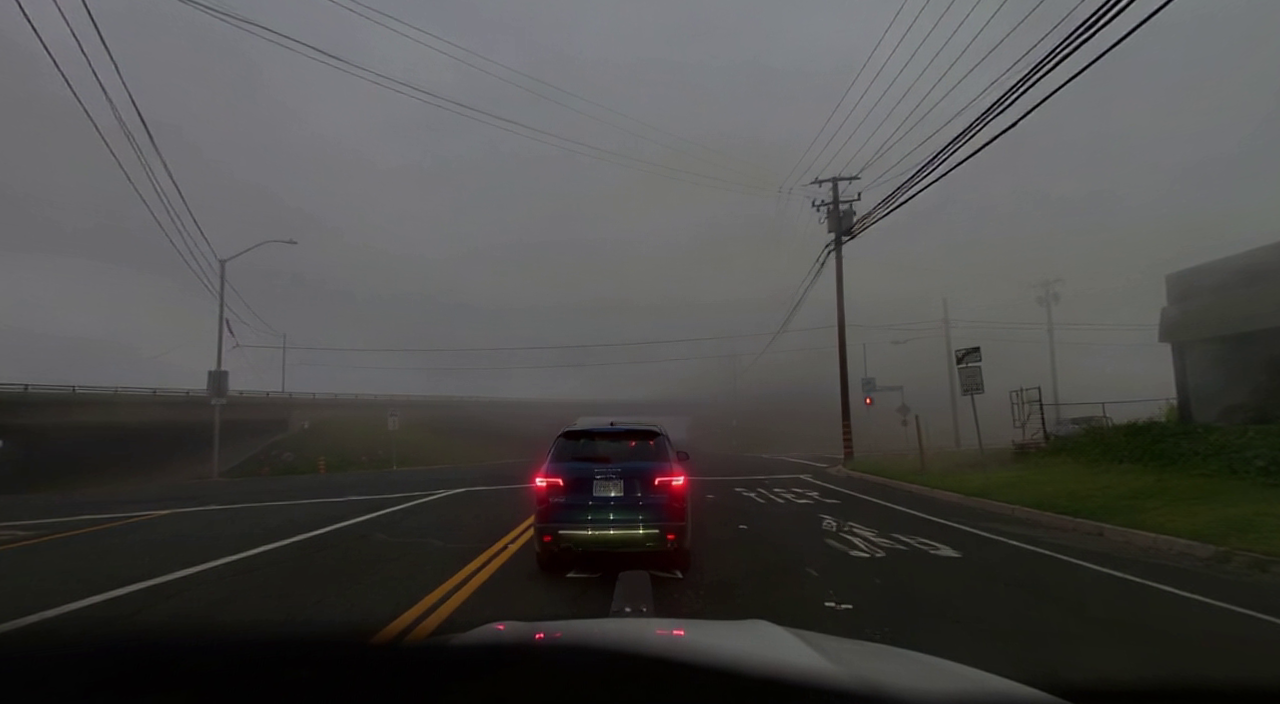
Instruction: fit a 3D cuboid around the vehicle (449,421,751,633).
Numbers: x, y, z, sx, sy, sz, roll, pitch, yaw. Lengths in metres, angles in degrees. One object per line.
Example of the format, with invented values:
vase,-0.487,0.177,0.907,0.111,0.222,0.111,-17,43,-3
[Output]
vehicle,-0.241,1.526,6.463,2.090,1.458,4.033,-1,-9,1
